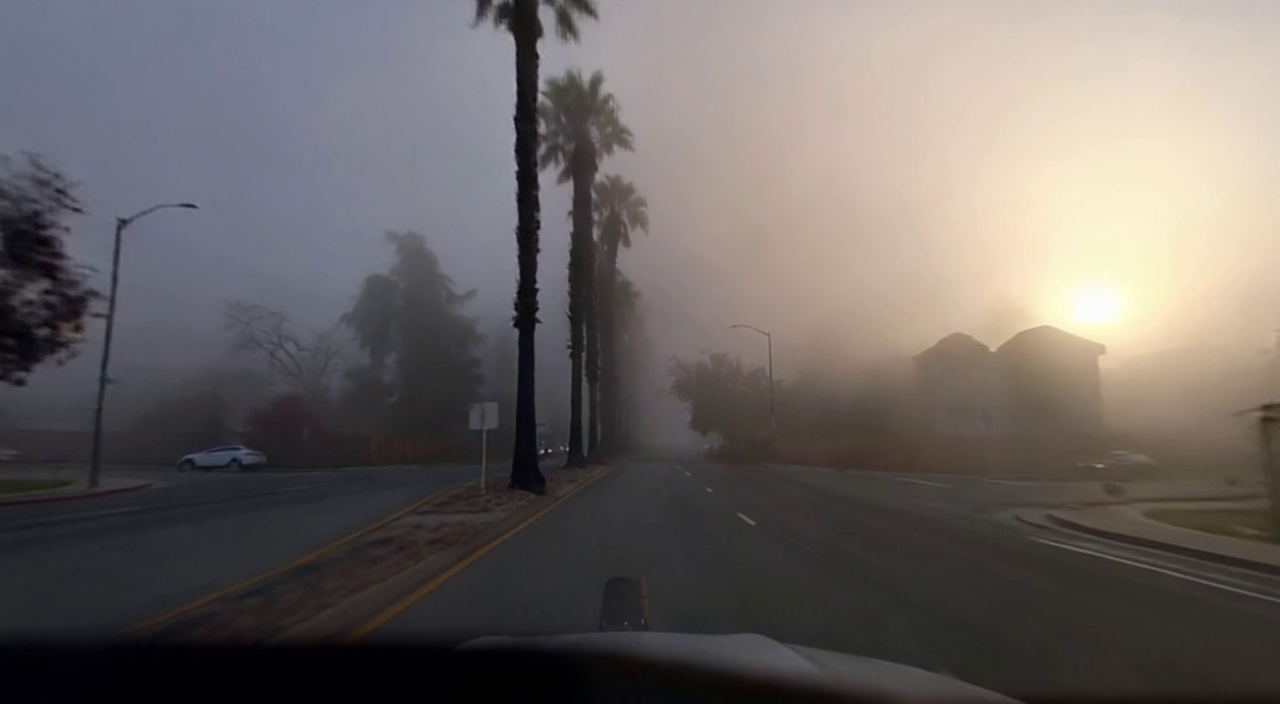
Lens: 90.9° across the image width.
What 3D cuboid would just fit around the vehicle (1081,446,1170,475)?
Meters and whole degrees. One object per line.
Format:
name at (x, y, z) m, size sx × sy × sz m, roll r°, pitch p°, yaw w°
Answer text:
vehicle at (28.148, 6.271, 36.754) m, size 1.900 × 1.503 × 4.553 m, roll -1°, pitch -8°, yaw 6°
